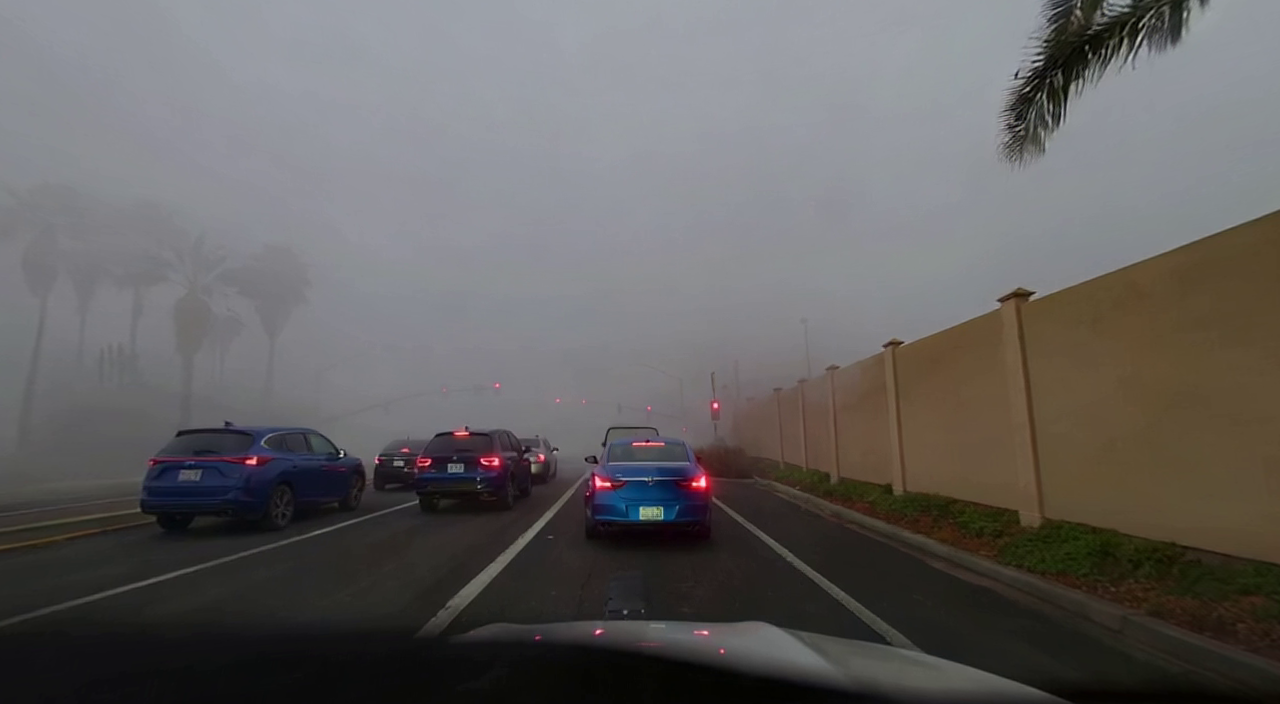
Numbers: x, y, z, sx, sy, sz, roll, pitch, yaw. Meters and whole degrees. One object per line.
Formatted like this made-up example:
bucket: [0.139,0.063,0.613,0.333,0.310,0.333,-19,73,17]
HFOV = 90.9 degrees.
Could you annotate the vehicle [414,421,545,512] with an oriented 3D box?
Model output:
vehicle: [-3.442,2.552,14.454,2.007,1.746,4.136,0,-8,-2]

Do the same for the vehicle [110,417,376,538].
vehicle: [-6.675,2.139,11.386,1.963,1.721,4.467,0,-8,-2]

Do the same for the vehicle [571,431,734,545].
vehicle: [0.080,2.101,10.452,2.128,1.473,4.272,0,-8,-2]
